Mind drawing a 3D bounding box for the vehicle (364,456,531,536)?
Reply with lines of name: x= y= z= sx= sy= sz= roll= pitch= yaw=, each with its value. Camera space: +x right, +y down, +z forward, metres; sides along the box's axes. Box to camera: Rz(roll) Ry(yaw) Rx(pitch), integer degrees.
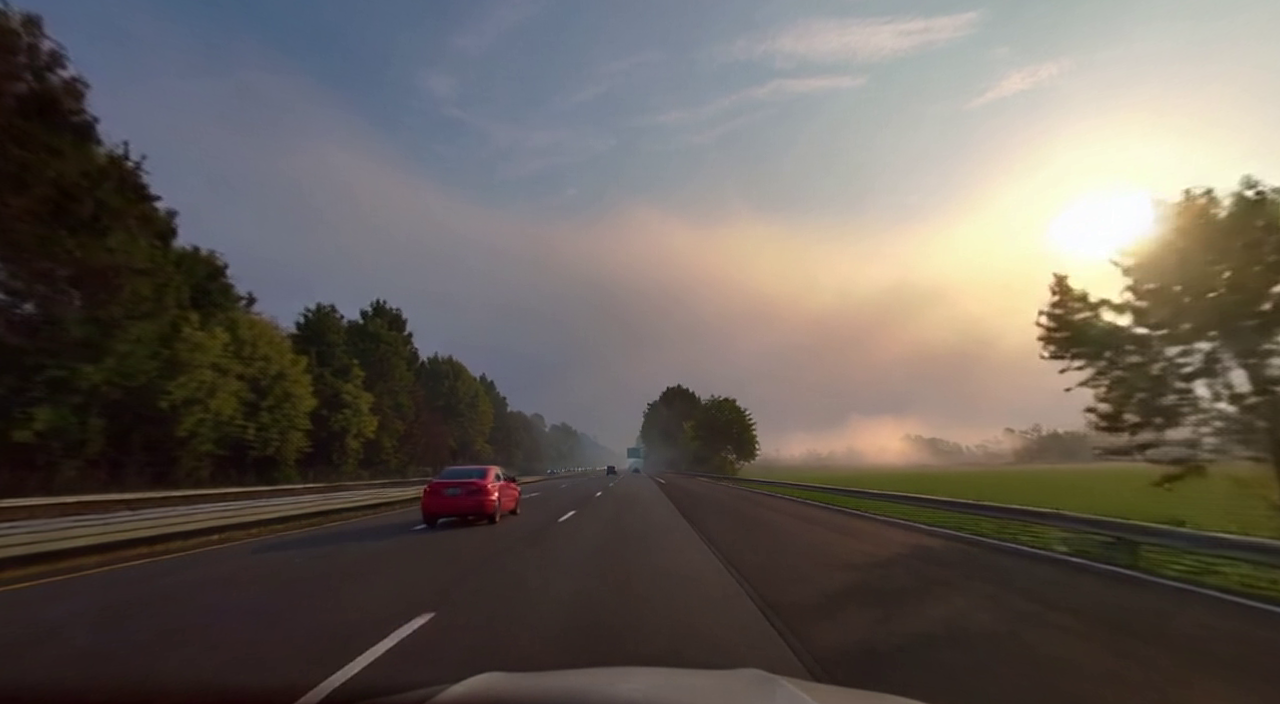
vehicle: x=-3.978 y=3.107 z=14.063 sx=2.183 sy=1.435 sz=4.653 roll=0 pitch=-10 yaw=1
